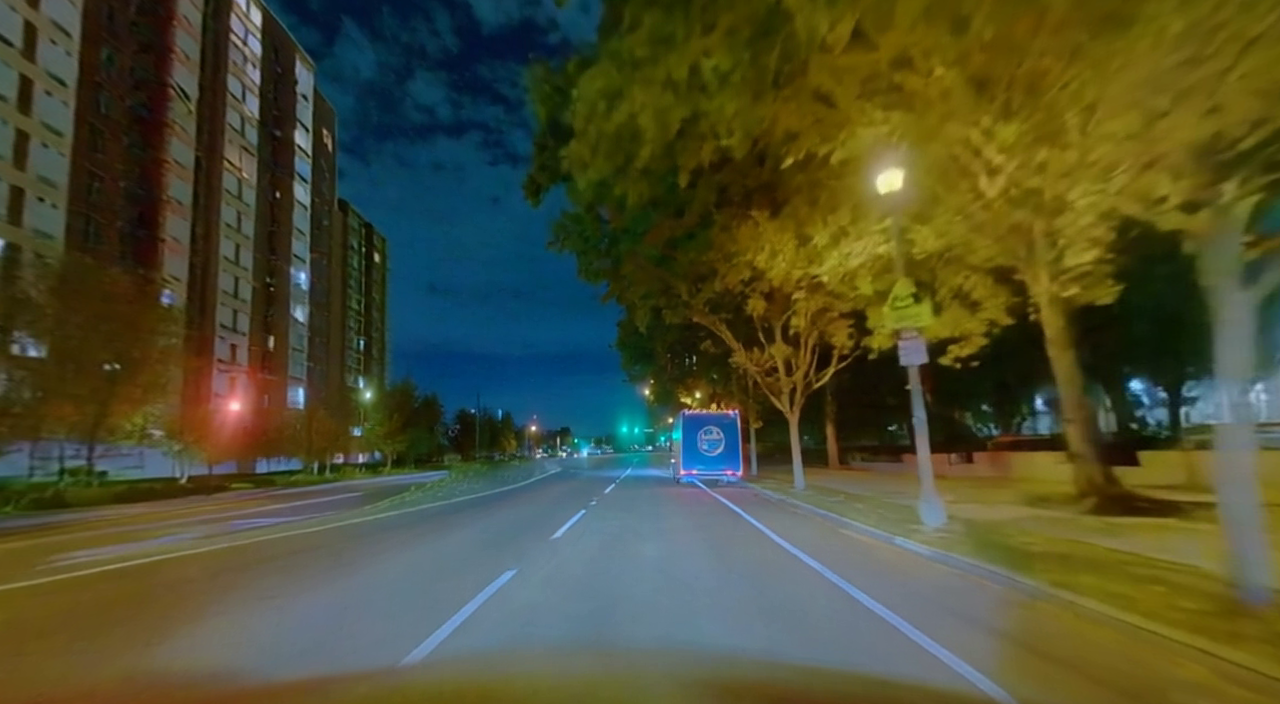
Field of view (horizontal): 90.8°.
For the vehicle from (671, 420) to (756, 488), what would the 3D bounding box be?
[{"bbox_3d":[2.567,3.770,23.477,2.514,2.218,5.013,0,-9,0],"label":"vehicle"}]
